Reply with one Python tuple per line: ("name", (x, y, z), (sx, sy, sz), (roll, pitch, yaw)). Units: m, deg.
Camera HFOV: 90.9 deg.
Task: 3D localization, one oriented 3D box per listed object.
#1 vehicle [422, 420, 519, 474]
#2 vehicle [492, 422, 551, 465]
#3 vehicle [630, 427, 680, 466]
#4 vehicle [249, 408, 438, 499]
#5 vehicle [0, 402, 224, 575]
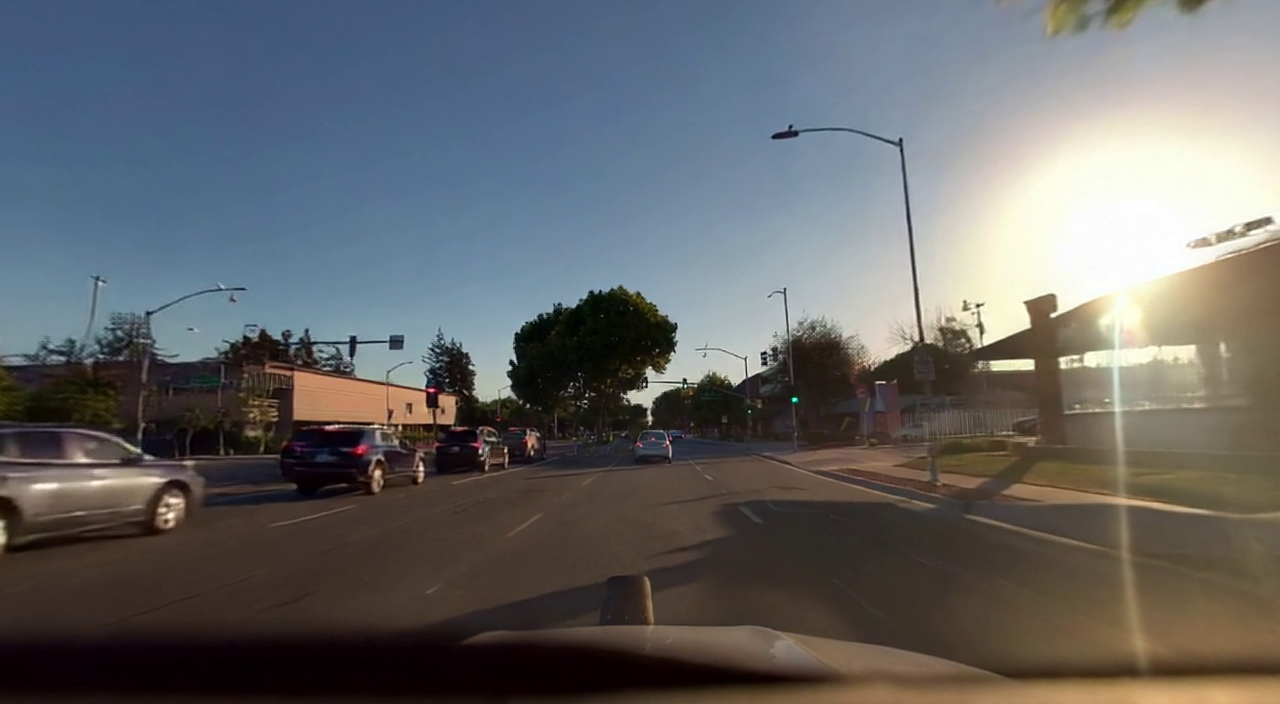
("vehicle", (-6.391, 3.680, 24.476), (2.111, 1.864, 4.932), (-1, -8, 4))
("vehicle", (-6.121, 4.801, 33.181), (2.316, 2.014, 5.215), (0, -8, -3))
("vehicle", (0.753, 4.473, 29.864), (2.197, 1.682, 3.642), (0, -8, 3))
("vehicle", (-6.778, 2.414, 15.199), (1.951, 1.809, 4.917), (0, -8, 3))
("vehicle", (-7.172, 1.419, 6.798), (2.121, 1.630, 4.642), (0, -8, 1))
